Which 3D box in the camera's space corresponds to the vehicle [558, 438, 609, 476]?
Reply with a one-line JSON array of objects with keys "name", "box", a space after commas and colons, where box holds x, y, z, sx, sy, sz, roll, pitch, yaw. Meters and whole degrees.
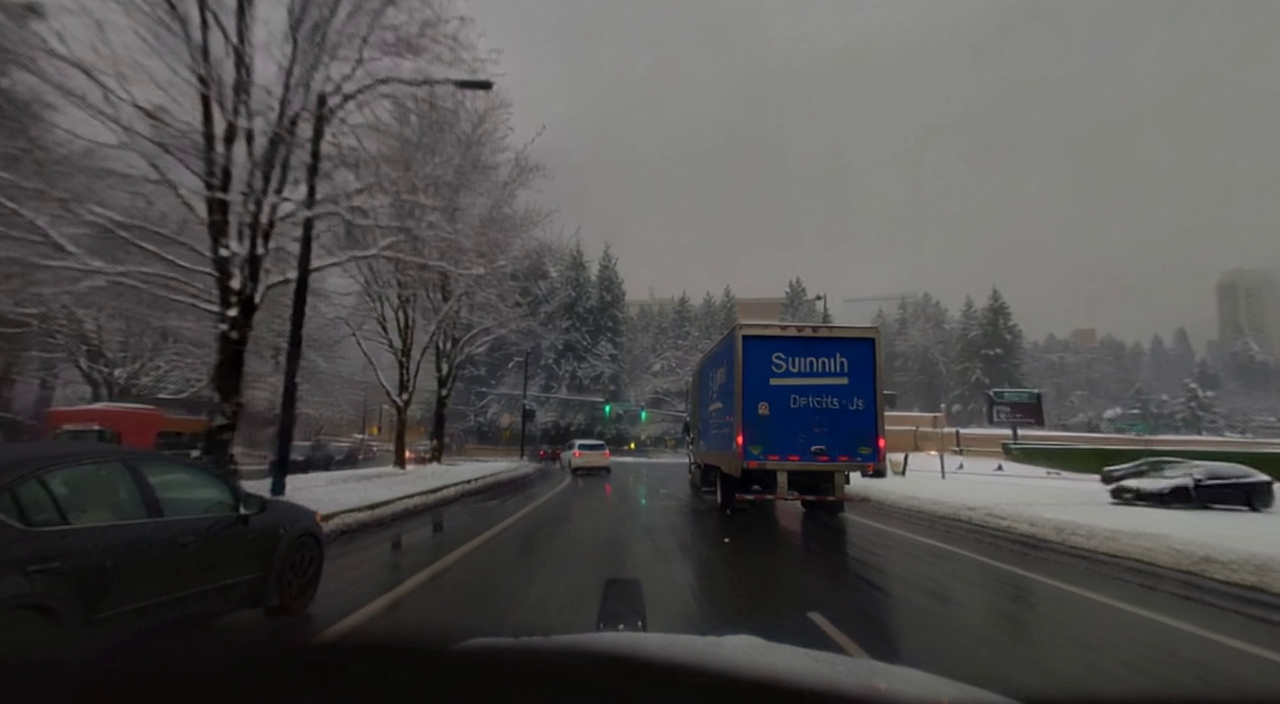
[{"name": "vehicle", "box": [-2.995, 5.426, 32.597, 2.388, 1.811, 4.455, 1, -9, -8]}]

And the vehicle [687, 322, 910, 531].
[{"name": "vehicle", "box": [3.061, 1.889, 15.235, 2.905, 3.644, 8.441, 0, -9, -2]}]

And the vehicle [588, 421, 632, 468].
[{"name": "vehicle", "box": [-2.380, 6.902, 46.693, 2.837, 3.142, 7.371, 2, -9, -5]}]

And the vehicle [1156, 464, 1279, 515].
[{"name": "vehicle", "box": [20.811, 4.723, 21.907, 4.684, 1.477, 2.079, 3, -9, -20]}]

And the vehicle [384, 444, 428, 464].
[{"name": "vehicle", "box": [-17.930, 7.819, 48.297, 2.015, 1.465, 4.723, 1, -9, -5]}]

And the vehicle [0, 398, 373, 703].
[{"name": "vehicle", "box": [-3.611, 1.177, 4.072, 1.828, 1.515, 4.422, 0, -9, 0]}]

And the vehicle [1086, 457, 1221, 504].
[{"name": "vehicle", "box": [19.982, 4.923, 24.428, 4.581, 1.612, 2.083, 4, -9, -24]}]
